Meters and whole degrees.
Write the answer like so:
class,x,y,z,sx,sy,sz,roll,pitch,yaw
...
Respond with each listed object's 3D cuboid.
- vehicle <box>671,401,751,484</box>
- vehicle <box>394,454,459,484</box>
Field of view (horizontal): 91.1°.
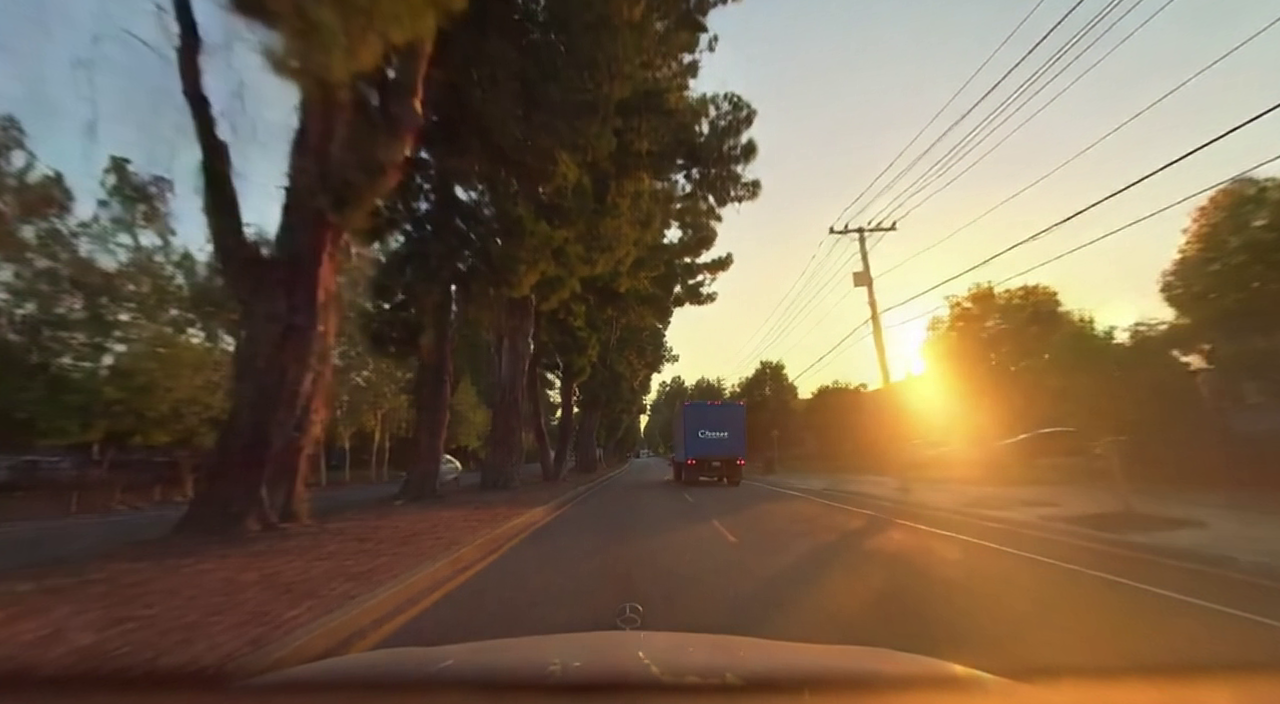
class,x,y,z,sx,sy,sz,roll,pitch,yaw
vehicle,3.507,4.887,33.714,2.973,3.848,9.336,0,-9,-1
vehicle,-12.071,6.615,35.809,1.950,1.501,4.807,0,-9,1
